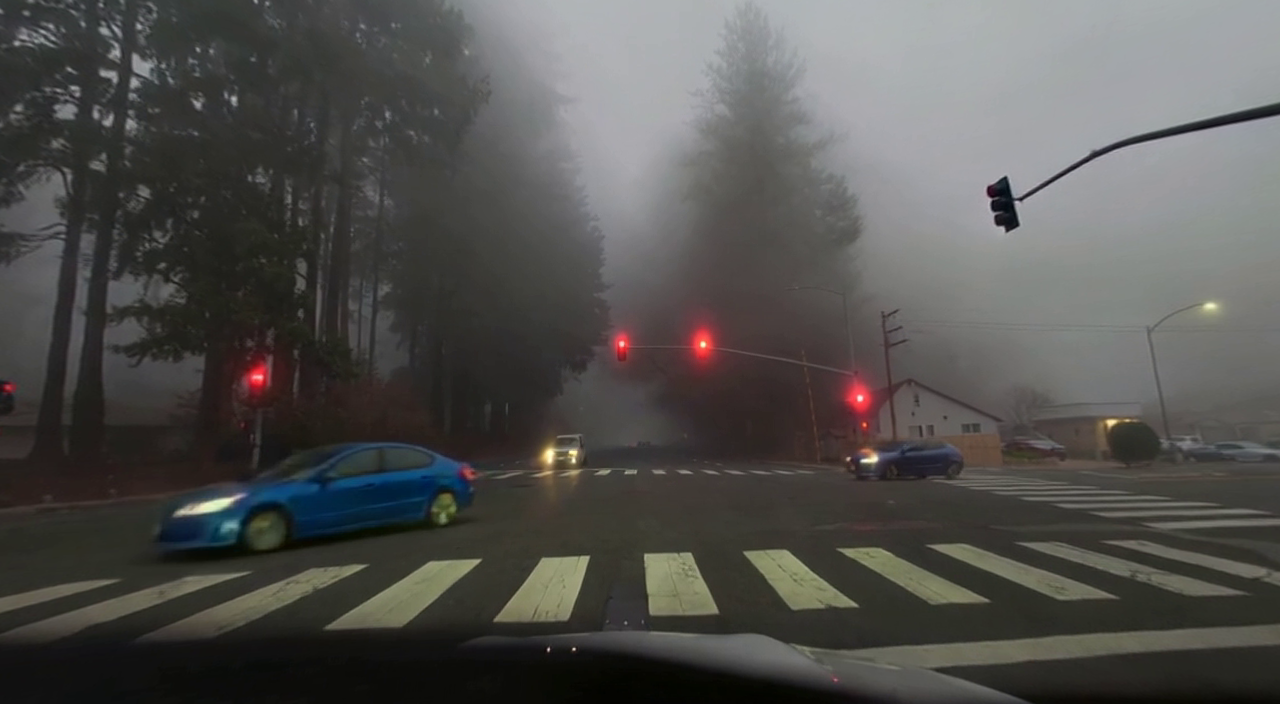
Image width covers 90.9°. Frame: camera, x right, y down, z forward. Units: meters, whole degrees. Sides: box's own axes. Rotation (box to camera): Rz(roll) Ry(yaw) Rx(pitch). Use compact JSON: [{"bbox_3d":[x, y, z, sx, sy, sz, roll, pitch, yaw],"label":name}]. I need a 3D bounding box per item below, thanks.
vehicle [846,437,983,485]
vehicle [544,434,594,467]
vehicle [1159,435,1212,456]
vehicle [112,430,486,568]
[{"bbox_3d":[9.651,3.781,22.144,4.377,1.523,1.877,4,-9,-24],"label":"vehicle"},{"bbox_3d":[-3.691,5.227,33.516,2.140,1.638,4.259,0,-8,1],"label":"vehicle"},{"bbox_3d":[42.787,7.347,49.401,4.133,1.561,1.824,5,-10,-31],"label":"vehicle"},{"bbox_3d":[-4.530,1.957,9.301,1.864,1.482,4.528,-4,-10,26],"label":"vehicle"}]
